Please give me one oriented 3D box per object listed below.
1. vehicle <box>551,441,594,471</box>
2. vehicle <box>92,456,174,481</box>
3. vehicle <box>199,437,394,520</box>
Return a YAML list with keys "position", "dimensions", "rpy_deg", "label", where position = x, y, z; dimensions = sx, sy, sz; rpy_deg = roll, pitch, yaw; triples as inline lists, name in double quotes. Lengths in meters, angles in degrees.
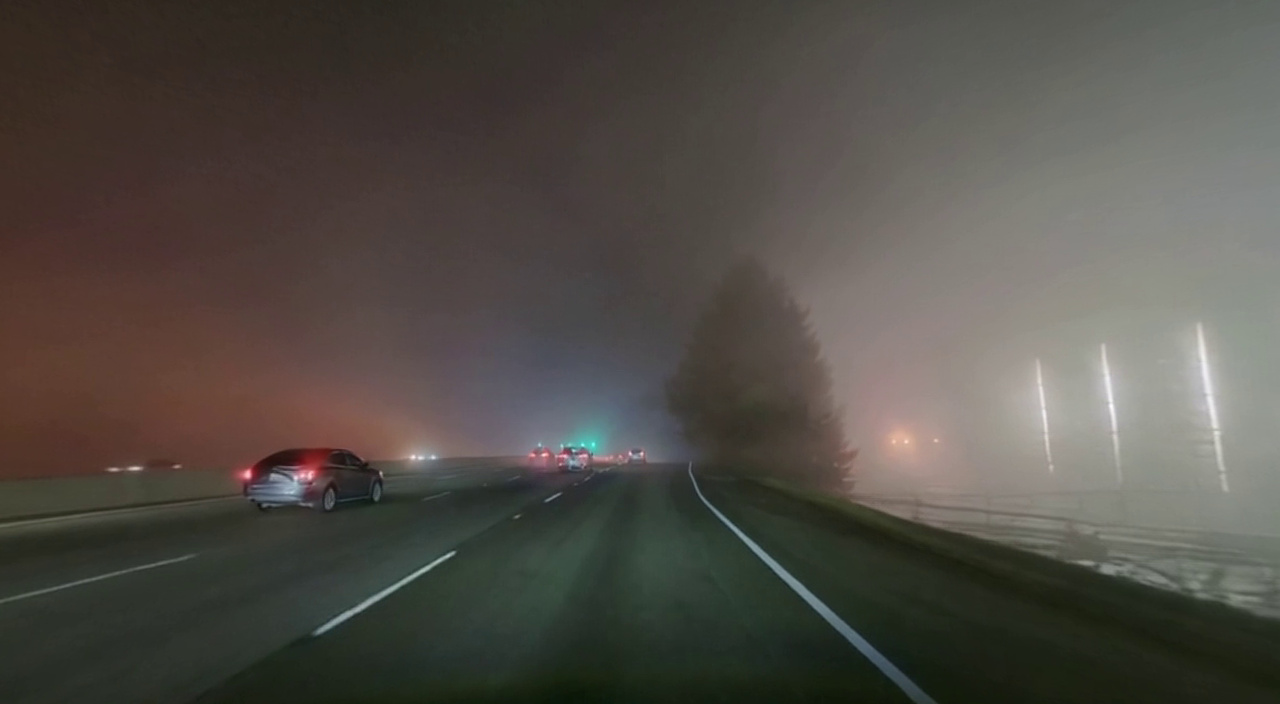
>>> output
- position: [-4.153, 6.424, 39.215]
  dimensions: [2.158, 1.717, 4.375]
  rpy_deg: [0, -8, 0]
  label: "vehicle"
- position: [-34.809, 8.000, 43.416]
  dimensions: [1.836, 1.524, 4.523]
  rpy_deg: [0, -8, 1]
  label: "vehicle"
- position: [-7.867, 2.899, 15.072]
  dimensions: [2.071, 1.661, 4.540]
  rpy_deg: [0, -8, 0]
  label: "vehicle"
